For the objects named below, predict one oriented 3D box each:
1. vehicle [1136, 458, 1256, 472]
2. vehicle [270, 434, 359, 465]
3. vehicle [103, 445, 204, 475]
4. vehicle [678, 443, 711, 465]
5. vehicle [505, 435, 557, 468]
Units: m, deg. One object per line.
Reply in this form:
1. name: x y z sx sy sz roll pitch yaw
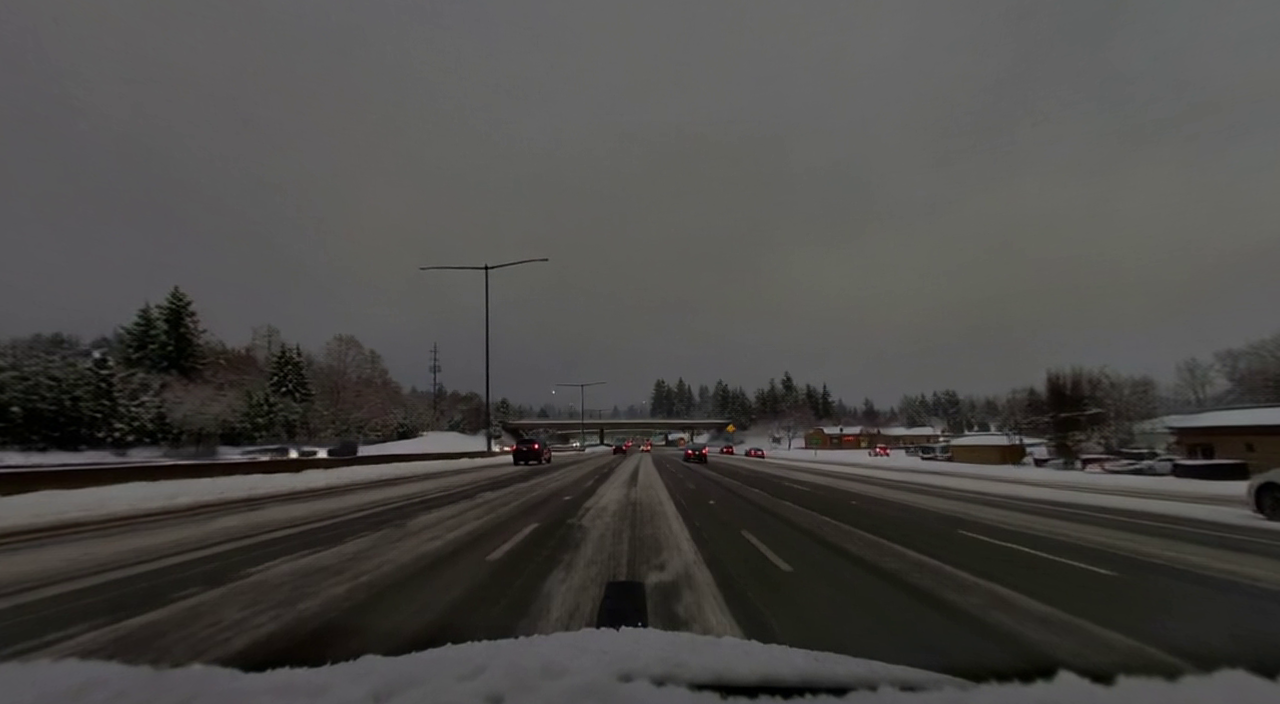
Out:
1. vehicle: 43.723 8.872 49.591 6.546 0.925 2.669 -3 -9 21
2. vehicle: -21.235 6.427 41.312 2.760 1.878 5.700 0 -9 1
3. vehicle: -25.236 5.611 32.794 1.743 1.428 4.297 0 -9 1
4. vehicle: 3.758 7.108 44.046 1.950 1.453 3.378 0 -8 -1
5. vehicle: -6.242 5.760 36.408 2.091 1.746 4.437 0 -9 1
